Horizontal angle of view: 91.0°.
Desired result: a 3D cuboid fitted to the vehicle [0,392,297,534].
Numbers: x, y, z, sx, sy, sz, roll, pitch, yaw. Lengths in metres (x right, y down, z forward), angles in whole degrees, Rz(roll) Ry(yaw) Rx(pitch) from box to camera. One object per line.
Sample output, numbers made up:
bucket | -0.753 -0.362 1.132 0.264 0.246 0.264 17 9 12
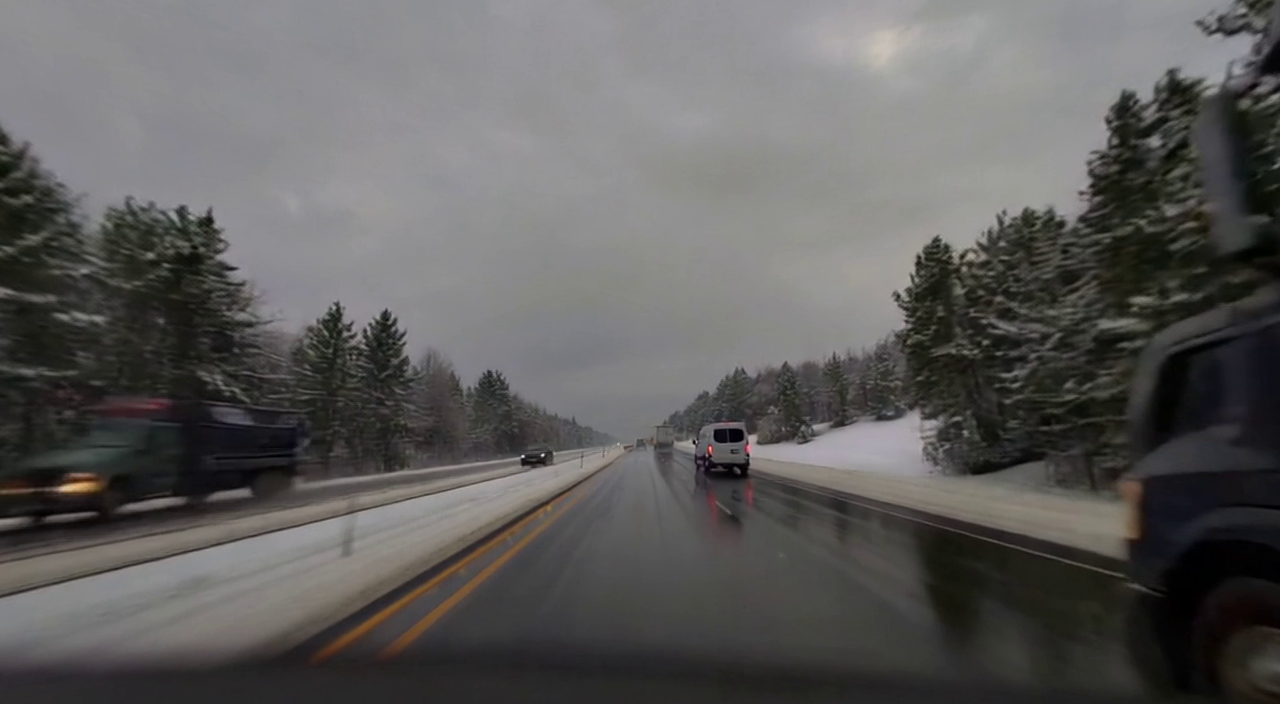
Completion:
vehicle | -11.207 2.529 14.990 2.451 2.664 6.216 0 -8 1

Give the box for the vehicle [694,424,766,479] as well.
vehicle | 3.726 4.230 26.966 2.291 2.112 5.052 0 -8 0

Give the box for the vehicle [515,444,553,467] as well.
vehicle | -7.232 7.102 43.347 1.872 1.518 4.401 0 -8 0
